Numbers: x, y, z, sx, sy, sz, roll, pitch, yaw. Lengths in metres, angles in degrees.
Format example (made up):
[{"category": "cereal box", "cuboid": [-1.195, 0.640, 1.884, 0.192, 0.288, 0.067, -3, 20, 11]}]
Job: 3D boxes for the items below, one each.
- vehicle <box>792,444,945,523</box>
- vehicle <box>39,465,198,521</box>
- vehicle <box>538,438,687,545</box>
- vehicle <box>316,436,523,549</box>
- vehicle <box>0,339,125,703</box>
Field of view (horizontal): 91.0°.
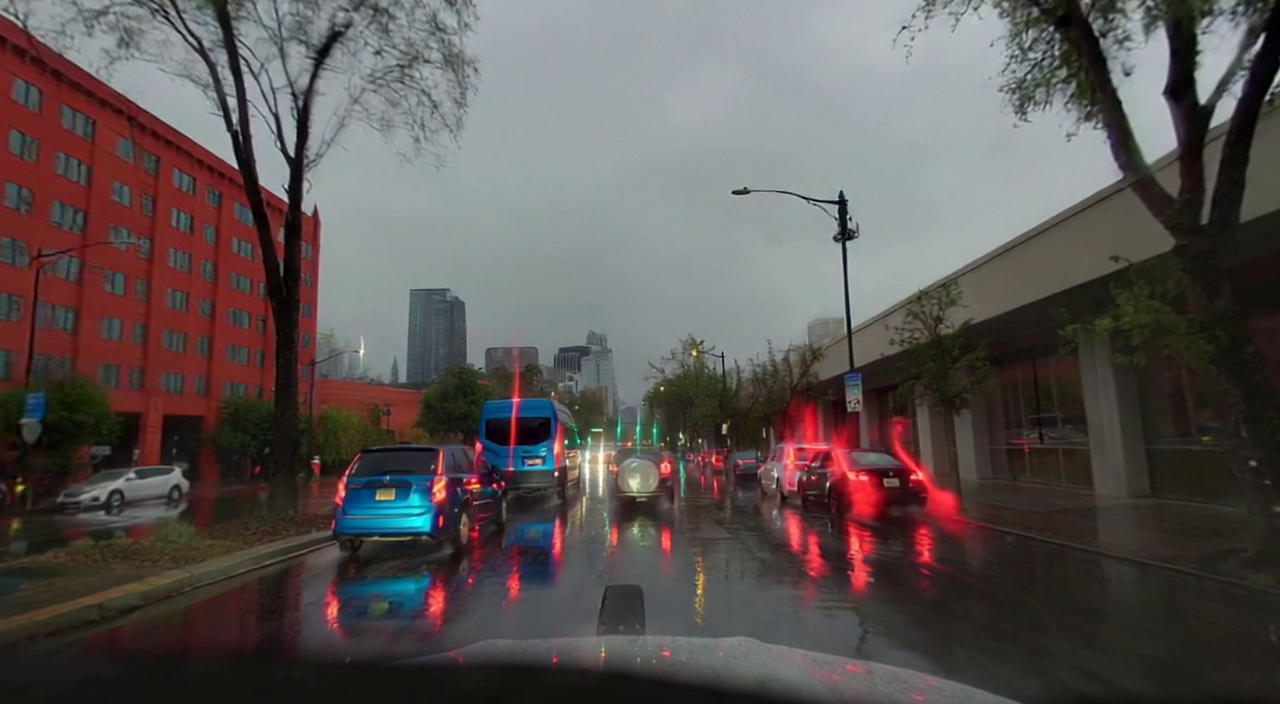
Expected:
[{"category": "vehicle", "cuboid": [4.899, 2.853, 14.184, 1.832, 1.491, 4.054, 1, -9, -1]}, {"category": "vehicle", "cuboid": [-17.876, 4.808, 21.916, 1.802, 1.609, 4.284, 0, -9, 0]}, {"category": "vehicle", "cuboid": [-0.393, 2.342, 11.229, 2.152, 1.518, 4.113, 0, -9, 0]}, {"category": "vehicle", "cuboid": [-3.533, 2.319, 11.137, 1.995, 1.554, 4.426, 0, -9, 1]}, {"category": "vehicle", "cuboid": [-3.698, 0.559, 0.744, 2.140, 1.768, 4.685, 0, -9, 1]}]
